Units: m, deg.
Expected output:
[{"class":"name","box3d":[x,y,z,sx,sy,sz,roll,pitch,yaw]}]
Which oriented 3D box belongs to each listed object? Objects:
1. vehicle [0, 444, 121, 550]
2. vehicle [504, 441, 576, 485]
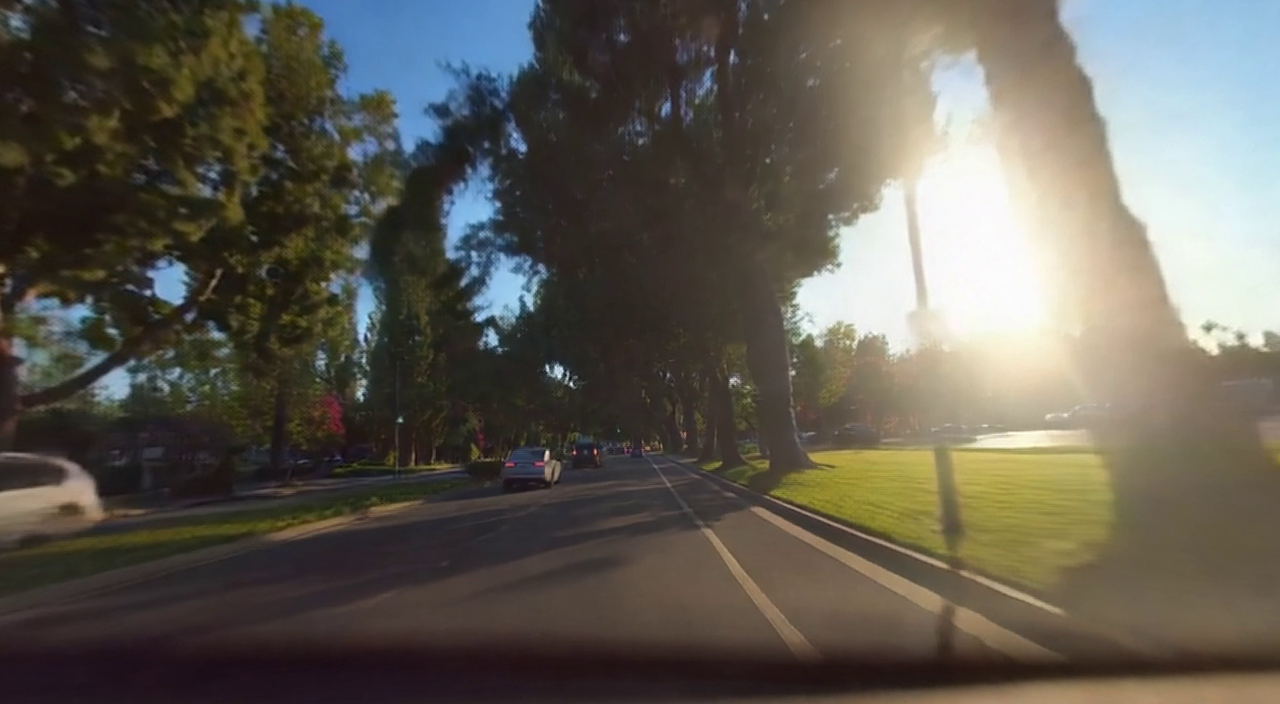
[{"class":"vehicle","box3d":[-11.670,2.357,10.091,2.109,1.729,5.492,0,-8,0]},{"class":"vehicle","box3d":[-3.586,4.048,23.399,1.932,1.431,4.144,-1,-8,1]}]
